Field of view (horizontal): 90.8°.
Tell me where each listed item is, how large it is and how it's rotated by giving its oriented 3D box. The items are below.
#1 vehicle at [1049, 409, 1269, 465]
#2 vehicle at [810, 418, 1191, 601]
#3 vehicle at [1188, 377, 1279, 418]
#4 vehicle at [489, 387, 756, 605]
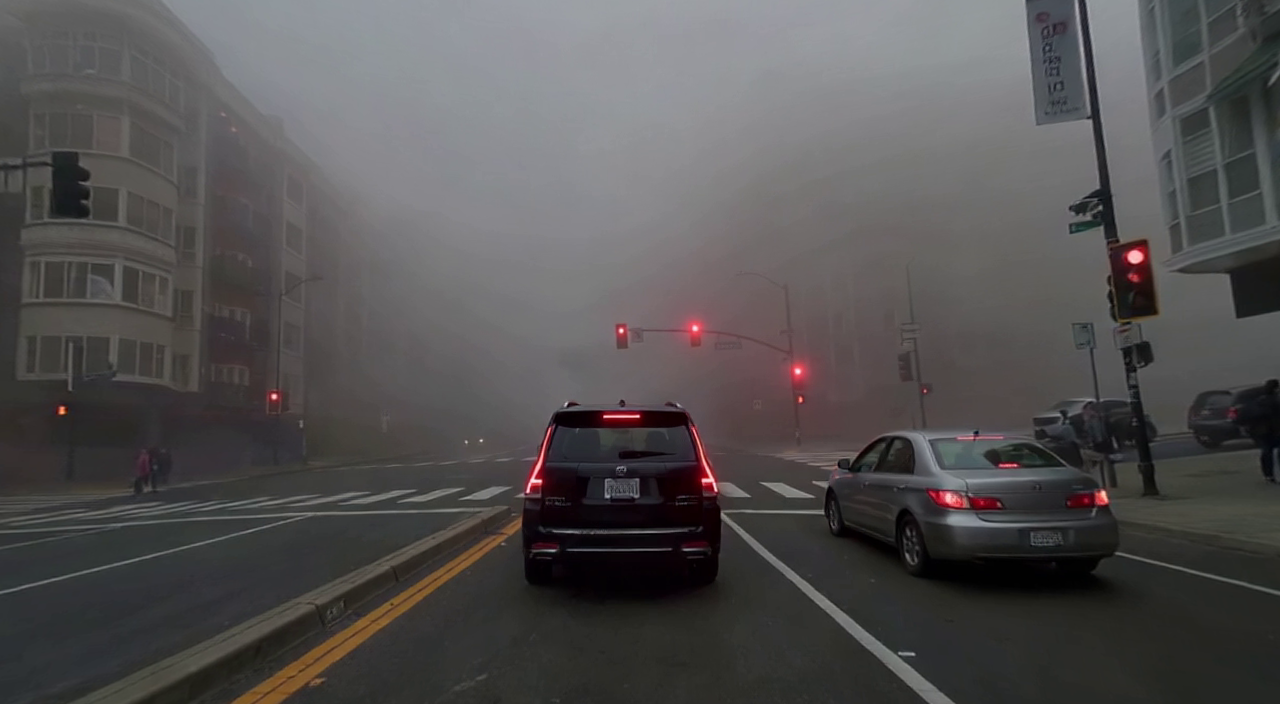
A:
[{"bbox_3d":[14.274,2.382,17.608,4.354,1.466,1.863,-1,-8,2],"label":"vehicle"},{"bbox_3d":[3.683,1.677,7.694,1.987,1.538,4.510,0,-8,0],"label":"vehicle"},{"bbox_3d":[26.590,1.984,27.167,4.287,1.639,1.729,0,-8,1],"label":"vehicle"},{"bbox_3d":[-0.137,1.484,7.318,2.168,1.776,4.135,0,-8,0],"label":"vehicle"}]
